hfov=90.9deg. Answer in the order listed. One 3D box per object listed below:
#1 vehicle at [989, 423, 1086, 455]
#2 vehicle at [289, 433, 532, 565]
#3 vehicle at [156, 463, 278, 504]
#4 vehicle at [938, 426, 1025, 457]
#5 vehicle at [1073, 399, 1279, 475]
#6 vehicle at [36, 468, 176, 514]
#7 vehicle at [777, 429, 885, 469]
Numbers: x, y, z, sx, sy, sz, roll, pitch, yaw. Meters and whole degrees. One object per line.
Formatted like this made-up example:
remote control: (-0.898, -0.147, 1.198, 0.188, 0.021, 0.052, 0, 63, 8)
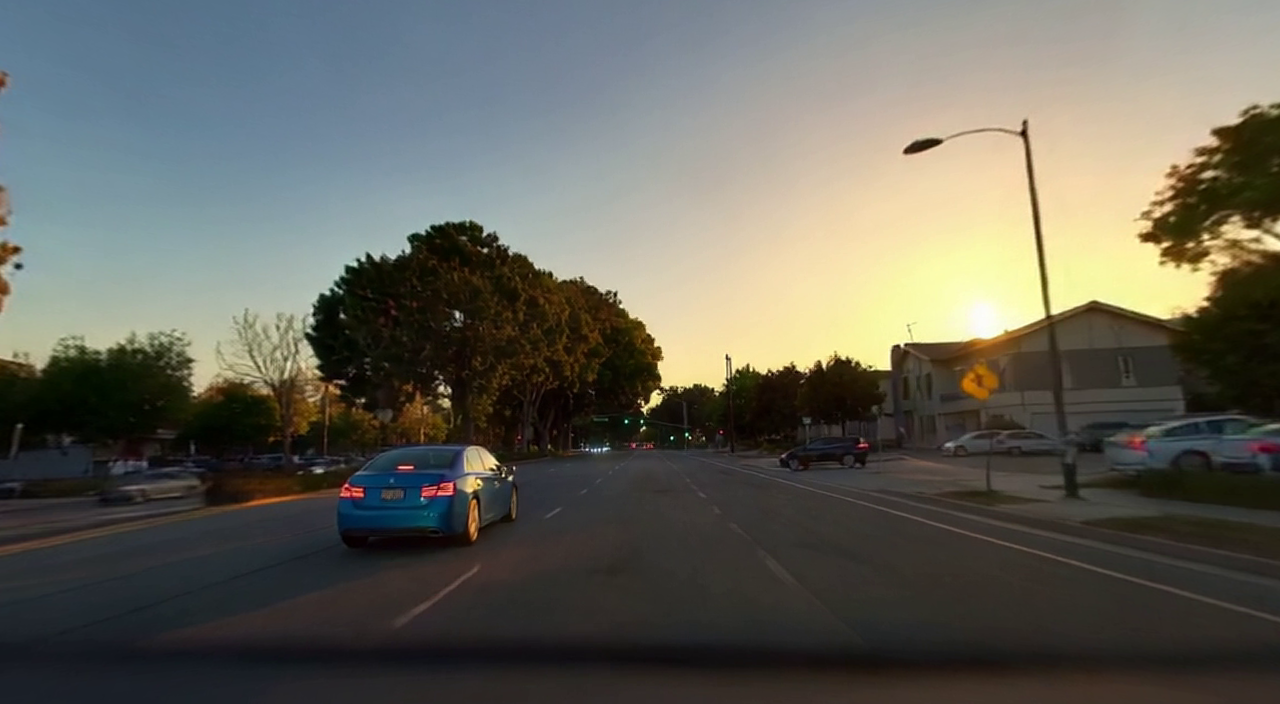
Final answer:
vehicle: (20.137, 4.489, 32.215, 1.857, 1.471, 4.717, 0, -9, -1)
vehicle: (-3.015, 2.023, 9.487, 1.924, 1.480, 4.421, -1, -9, 1)
vehicle: (-17.748, 5.515, 26.801, 1.832, 1.408, 4.799, 0, -9, 1)
vehicle: (17.382, 4.605, 32.327, 1.966, 1.451, 4.297, 0, -9, -1)
vehicle: (13.092, 1.989, 14.755, 4.349, 1.615, 2.068, 0, -8, 0)
vehicle: (-21.594, 5.605, 25.790, 1.820, 1.423, 4.577, -3, -9, -1)
vehicle: (8.716, 4.490, 29.165, 4.511, 1.720, 2.131, -2, -8, 11)
